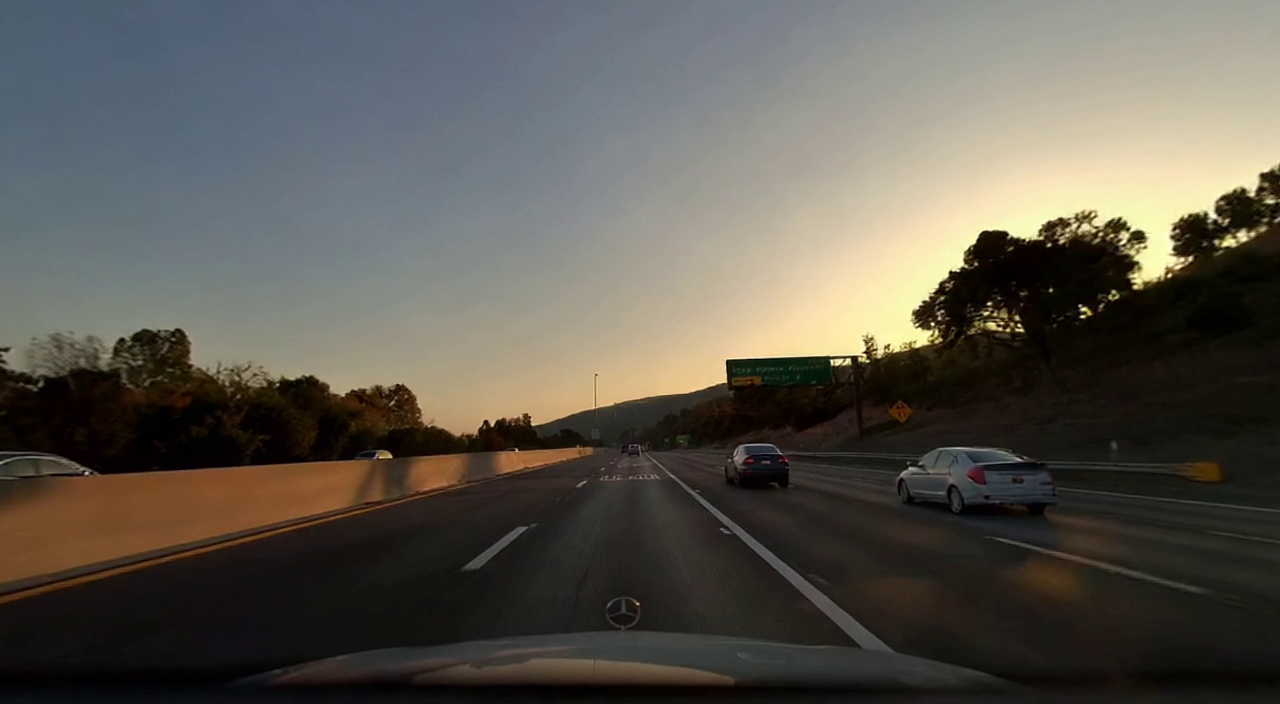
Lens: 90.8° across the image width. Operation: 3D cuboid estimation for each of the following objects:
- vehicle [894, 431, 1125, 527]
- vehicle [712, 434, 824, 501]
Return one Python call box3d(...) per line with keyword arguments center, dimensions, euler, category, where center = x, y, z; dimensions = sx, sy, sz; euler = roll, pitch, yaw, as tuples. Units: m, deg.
box3d(center=(6.806, 2.357, 12.267), dimensions=(2.038, 1.528, 3.910), euler=(0, -8, -1), category="vehicle")
box3d(center=(3.286, 3.058, 17.178), dimensions=(2.056, 1.553, 4.320), euler=(0, -8, -1), category="vehicle")
